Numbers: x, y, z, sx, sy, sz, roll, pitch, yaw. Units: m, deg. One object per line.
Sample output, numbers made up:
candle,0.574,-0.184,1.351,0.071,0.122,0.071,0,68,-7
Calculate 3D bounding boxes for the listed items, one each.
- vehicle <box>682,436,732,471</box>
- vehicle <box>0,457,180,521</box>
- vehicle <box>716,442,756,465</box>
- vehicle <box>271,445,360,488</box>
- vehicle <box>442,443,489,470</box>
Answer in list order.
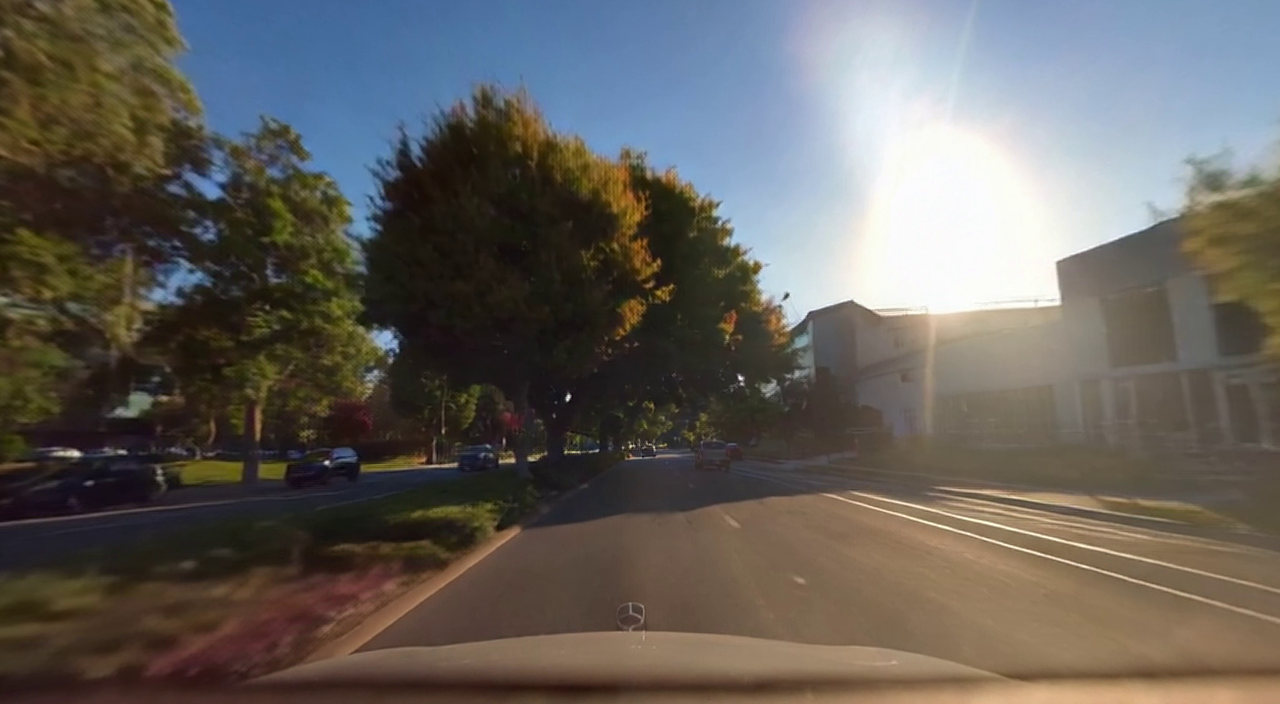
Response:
vehicle,3.525,5.432,33.926,2.143,1.759,4.378,0,-8,-1
vehicle,-16.590,3.979,18.856,2.009,1.540,4.849,0,-8,0
vehicle,6.613,7.076,43.957,2.100,1.491,4.563,0,-8,0
vehicle,-16.534,5.827,32.437,2.070,1.892,4.708,-2,-8,0
vehicle,-12.141,7.276,44.085,1.951,1.760,4.410,0,-8,1
